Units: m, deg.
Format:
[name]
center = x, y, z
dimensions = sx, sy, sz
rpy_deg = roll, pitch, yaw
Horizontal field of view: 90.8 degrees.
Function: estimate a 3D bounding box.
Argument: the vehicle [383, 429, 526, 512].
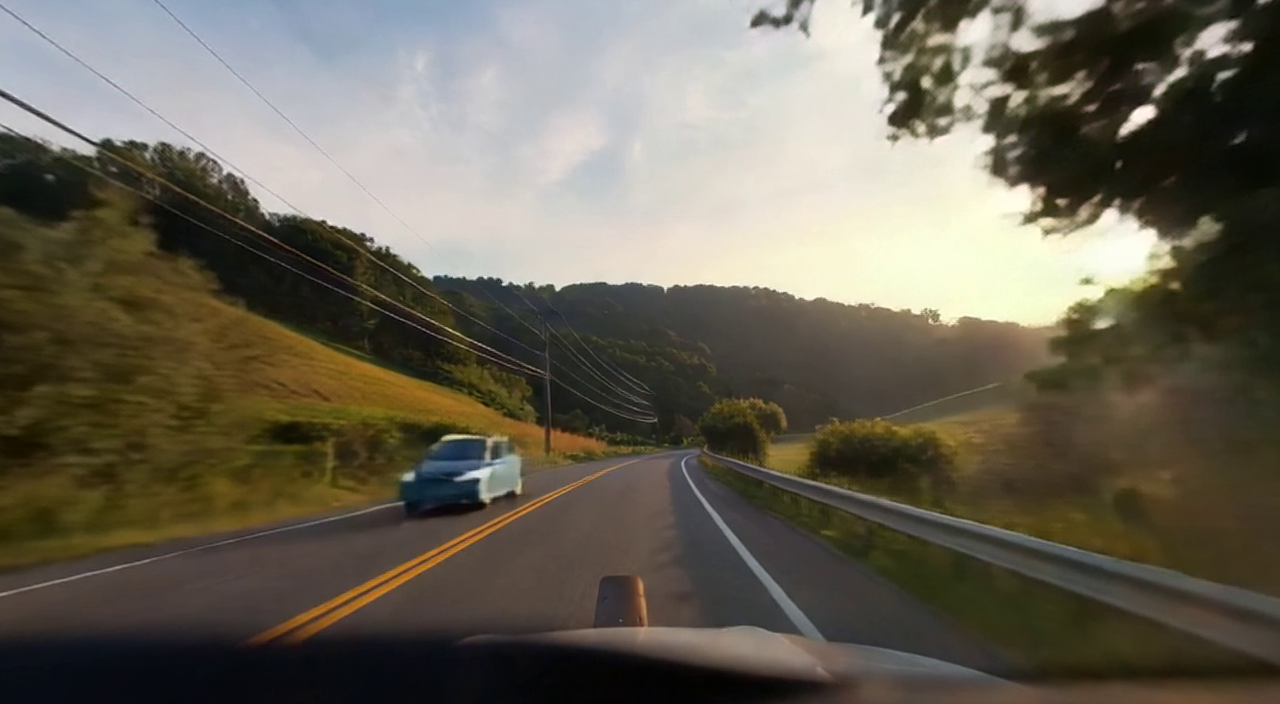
[vehicle]
center = -4.188, 2.740, 15.078
dimensions = 2.103, 1.679, 4.081
rpy_deg = 0, -9, 1
